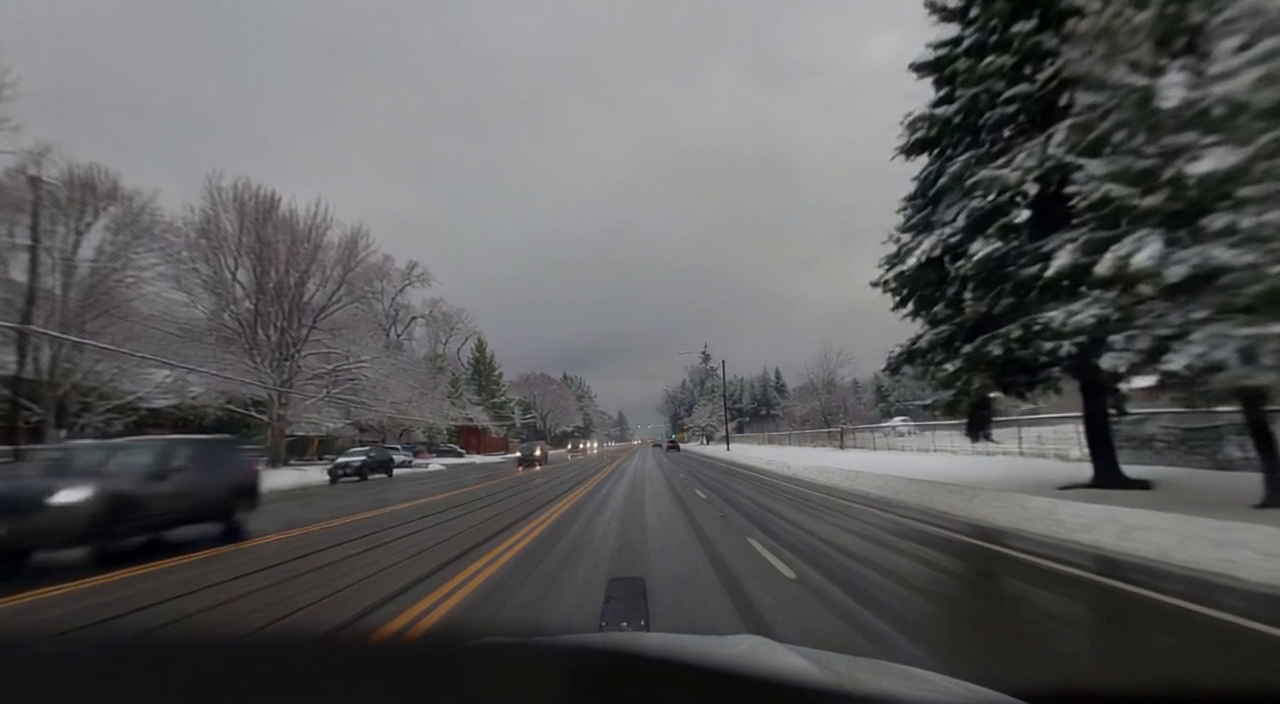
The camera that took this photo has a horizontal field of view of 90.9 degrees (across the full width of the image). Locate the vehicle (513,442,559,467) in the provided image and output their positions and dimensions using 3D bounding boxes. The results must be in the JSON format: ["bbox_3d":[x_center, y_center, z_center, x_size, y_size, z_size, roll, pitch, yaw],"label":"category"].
[{"bbox_3d":[-6.454,6.399,39.628,1.975,1.481,4.318,0,-8,2],"label":"vehicle"}]

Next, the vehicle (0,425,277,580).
[{"bbox_3d":[-7.338,1.913,8.831,1.943,1.623,4.190,0,-8,1],"label":"vehicle"}]

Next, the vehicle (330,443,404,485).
[{"bbox_3d":[-14.414,5.892,33.578,2.058,1.779,4.768,-2,-6,-3],"label":"vehicle"}]
